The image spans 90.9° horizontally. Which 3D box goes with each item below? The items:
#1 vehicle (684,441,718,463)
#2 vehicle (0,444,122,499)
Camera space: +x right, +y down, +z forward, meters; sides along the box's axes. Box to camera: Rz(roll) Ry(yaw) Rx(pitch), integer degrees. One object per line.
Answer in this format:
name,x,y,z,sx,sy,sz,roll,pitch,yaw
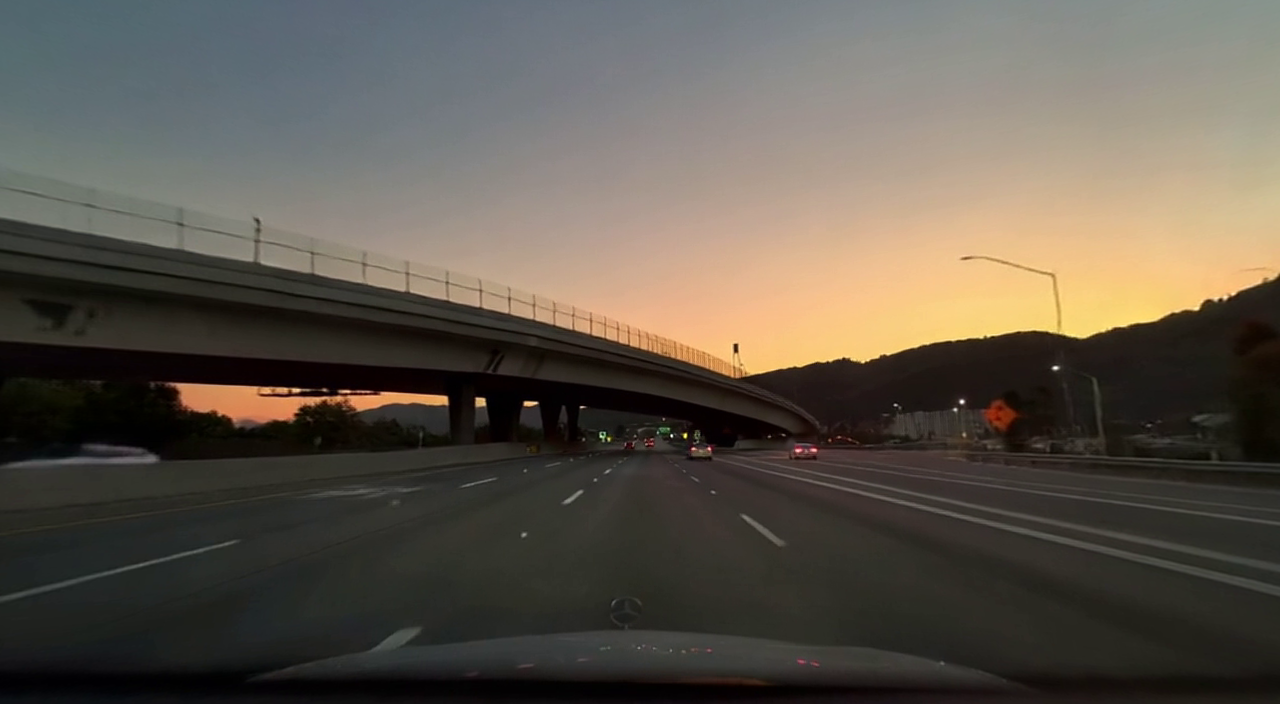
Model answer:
vehicle,4.276,7.069,44.703,1.912,1.478,4.125,0,-8,0
vehicle,-17.942,3.424,18.353,1.913,1.440,4.374,0,-8,1
